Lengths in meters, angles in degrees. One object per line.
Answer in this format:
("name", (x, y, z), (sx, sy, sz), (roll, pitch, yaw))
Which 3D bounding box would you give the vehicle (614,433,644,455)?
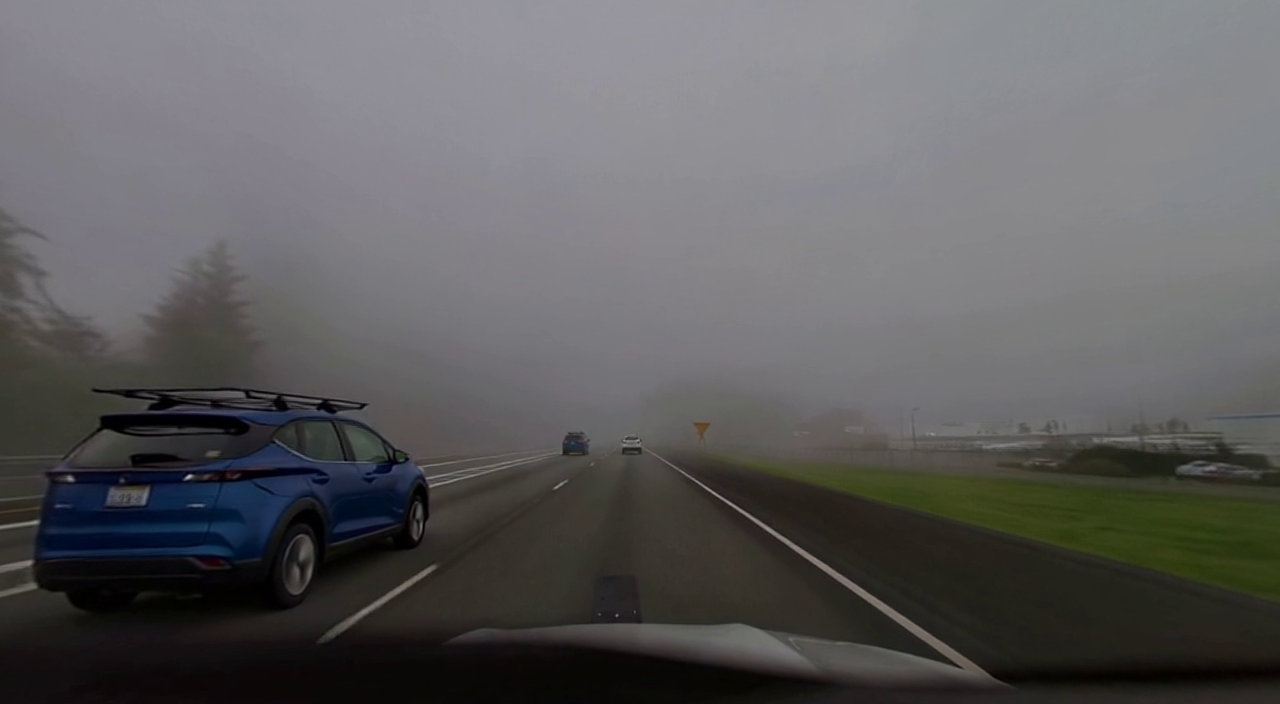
("vehicle", (-0.828, 6.963, 47.825), (2.151, 1.618, 3.898), (0, -8, -1))

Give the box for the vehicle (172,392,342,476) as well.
("vehicle", (-16.983, 3.768, 28.829), (2.817, 3.312, 7.812), (0, -8, 0))
